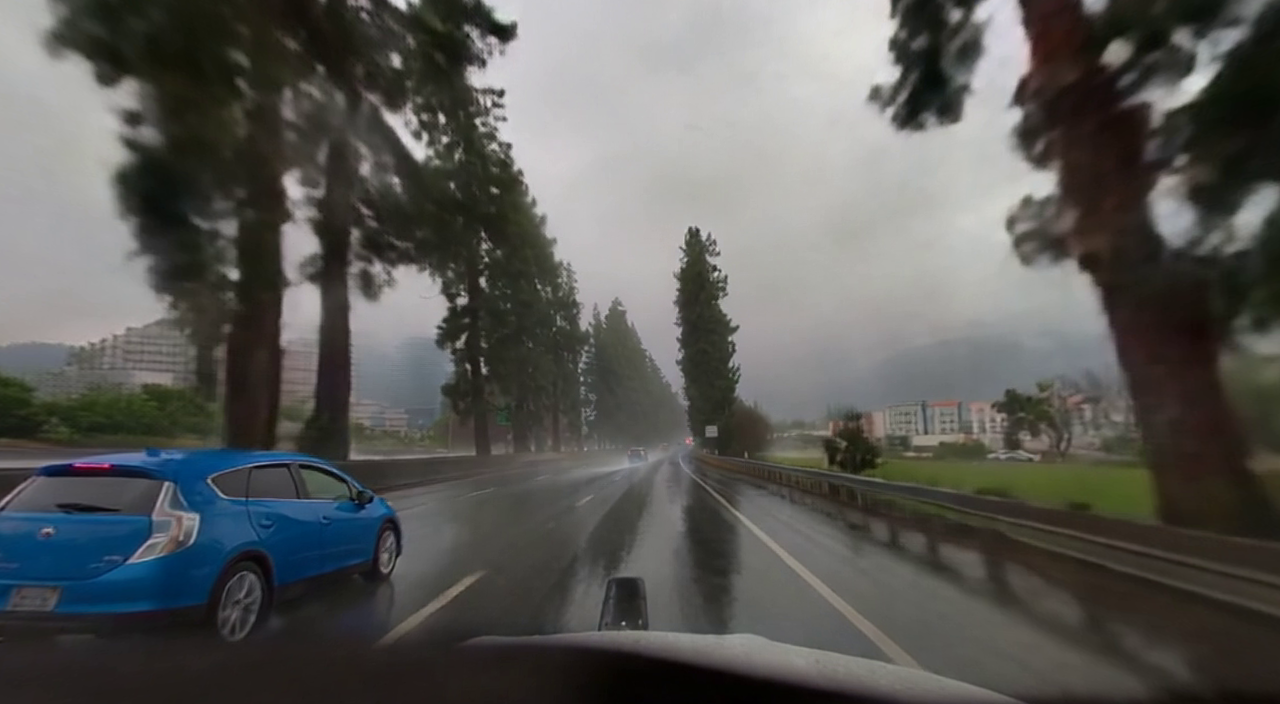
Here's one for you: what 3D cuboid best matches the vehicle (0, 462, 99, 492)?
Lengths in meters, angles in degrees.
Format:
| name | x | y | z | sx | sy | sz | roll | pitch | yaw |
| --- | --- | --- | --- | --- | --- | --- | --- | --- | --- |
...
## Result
| name | x | y | z | sx | sy | sz | roll | pitch | yaw |
| --- | --- | --- | --- | --- | --- | --- | --- | --- | --- |
| vehicle | -34.691 | 7.249 | 36.831 | 1.852 | 1.443 | 4.431 | -2 | -8 | 8 |

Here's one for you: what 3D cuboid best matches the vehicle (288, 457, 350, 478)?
| name | x | y | z | sx | sy | sz | roll | pitch | yaw |
| --- | --- | --- | --- | --- | --- | --- | --- | --- | --- |
| vehicle | -24.993 | 8.968 | 49.297 | 1.964 | 1.444 | 4.565 | -2 | -8 | 8 |
